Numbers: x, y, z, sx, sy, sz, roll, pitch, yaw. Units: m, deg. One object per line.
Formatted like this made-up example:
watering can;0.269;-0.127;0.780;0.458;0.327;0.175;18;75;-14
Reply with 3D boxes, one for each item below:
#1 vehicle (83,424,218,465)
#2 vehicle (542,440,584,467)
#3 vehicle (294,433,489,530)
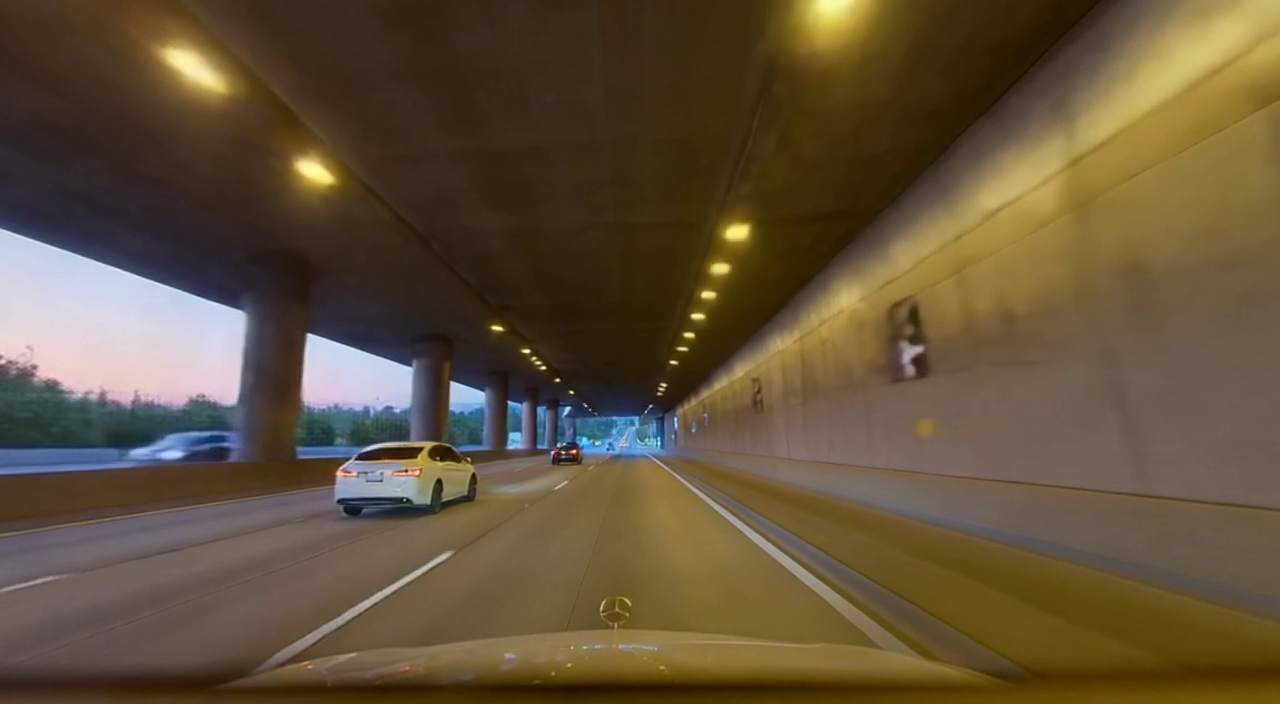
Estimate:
vehicle;-19.594;3.752;25.505;1.836;1.488;4.513;0;-8;0
vehicle;-4.425;5.903;36.761;1.973;1.474;4.199;0;-8;-1
vehicle;-4.256;2.262;11.648;1.885;1.424;4.230;0;-8;0
